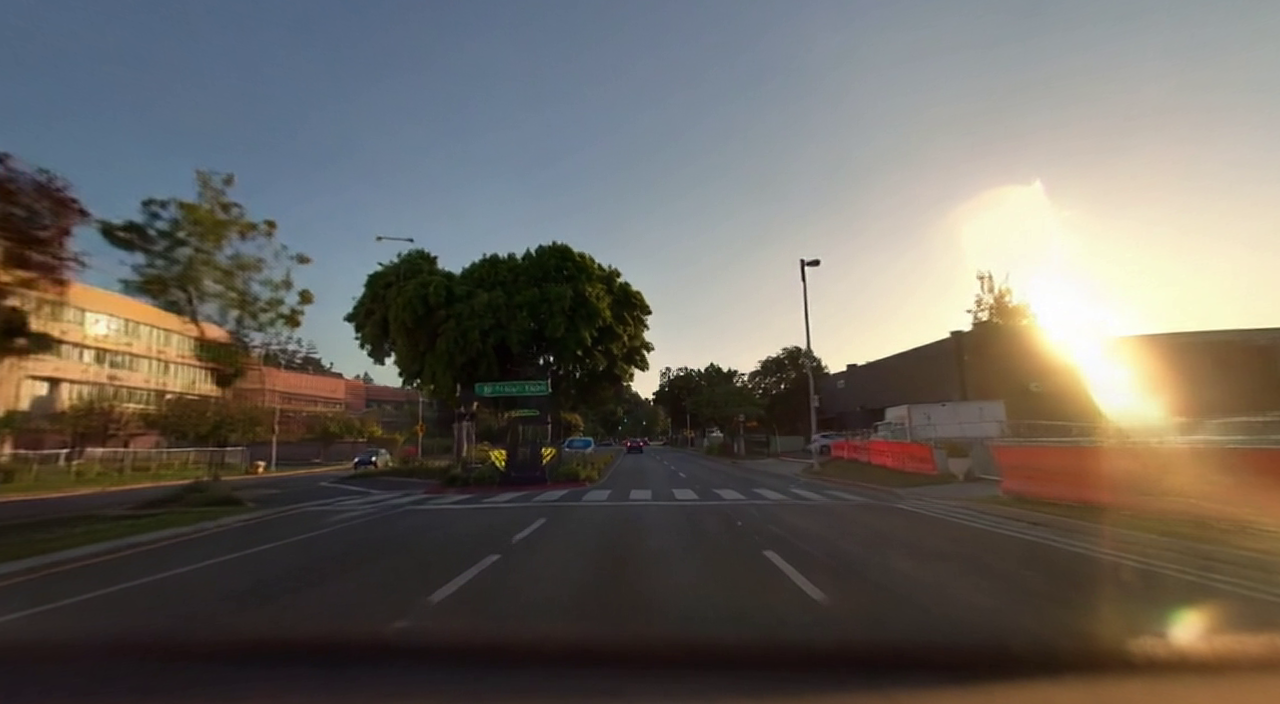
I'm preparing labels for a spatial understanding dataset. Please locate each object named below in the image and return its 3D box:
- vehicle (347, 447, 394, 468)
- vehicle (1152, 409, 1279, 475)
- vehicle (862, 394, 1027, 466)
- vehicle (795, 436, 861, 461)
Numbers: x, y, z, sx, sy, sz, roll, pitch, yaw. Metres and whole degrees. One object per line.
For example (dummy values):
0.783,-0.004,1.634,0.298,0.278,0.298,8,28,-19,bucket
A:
-21.036,8.239,49.370,1.794,1.463,4.332,0,-8,-2,vehicle
16.679,2.374,16.693,4.450,1.643,1.996,0,-8,-1,vehicle
15.517,4.042,32.554,6.641,3.391,3.387,0,-8,-4,vehicle
12.375,6.363,41.849,1.948,1.466,4.520,-1,-7,-16,vehicle
